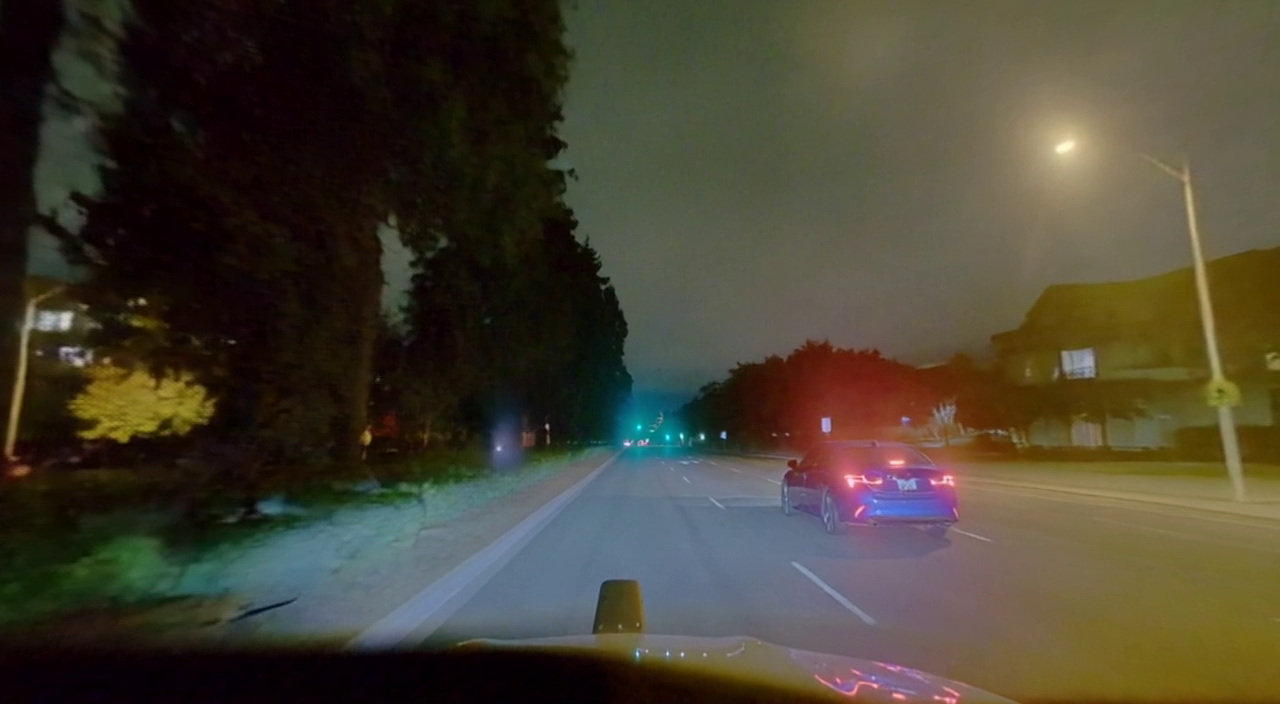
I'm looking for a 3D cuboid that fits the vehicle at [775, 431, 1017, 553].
[{"bbox_3d":[3.605,2.029,9.935,1.950,1.473,4.259,0,-8,-1],"label":"vehicle"}]
